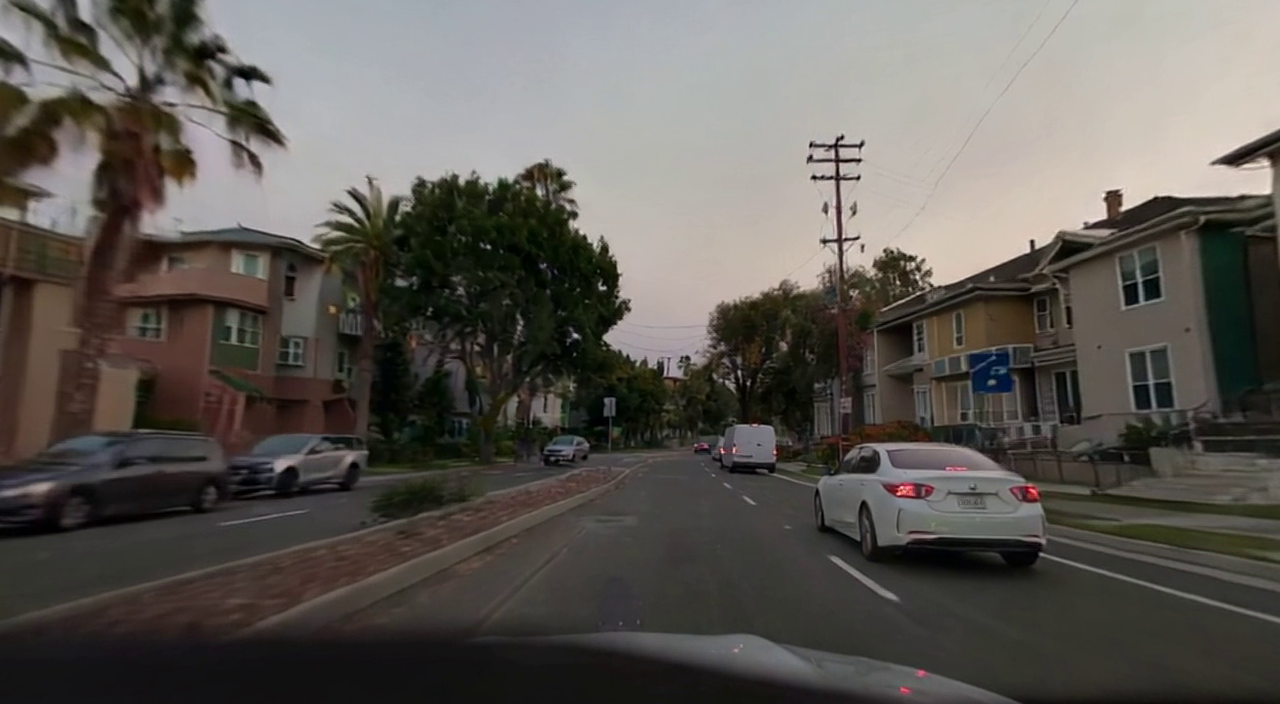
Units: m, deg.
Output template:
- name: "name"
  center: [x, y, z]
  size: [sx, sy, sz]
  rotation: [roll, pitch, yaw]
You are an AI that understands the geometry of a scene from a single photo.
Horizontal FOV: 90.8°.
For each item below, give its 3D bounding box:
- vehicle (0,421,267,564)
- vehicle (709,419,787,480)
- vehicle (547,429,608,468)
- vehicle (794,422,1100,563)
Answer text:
- name: "vehicle"
  center: [-7.789, 1.795, 8.984]
  size: [2.023, 1.518, 4.388]
  rotation: [-2, -6, 5]
- name: "vehicle"
  center: [3.809, 3.561, 23.076]
  size: [2.109, 2.002, 4.424]
  rotation: [0, -9, 1]
- name: "vehicle"
  center: [-3.388, 5.320, 35.088]
  size: [2.069, 1.820, 4.388]
  rotation: [-4, -6, 12]
- name: "vehicle"
  center: [3.998, 1.911, 9.367]
  size: [2.096, 1.552, 4.519]
  rotation: [0, -9, -3]
